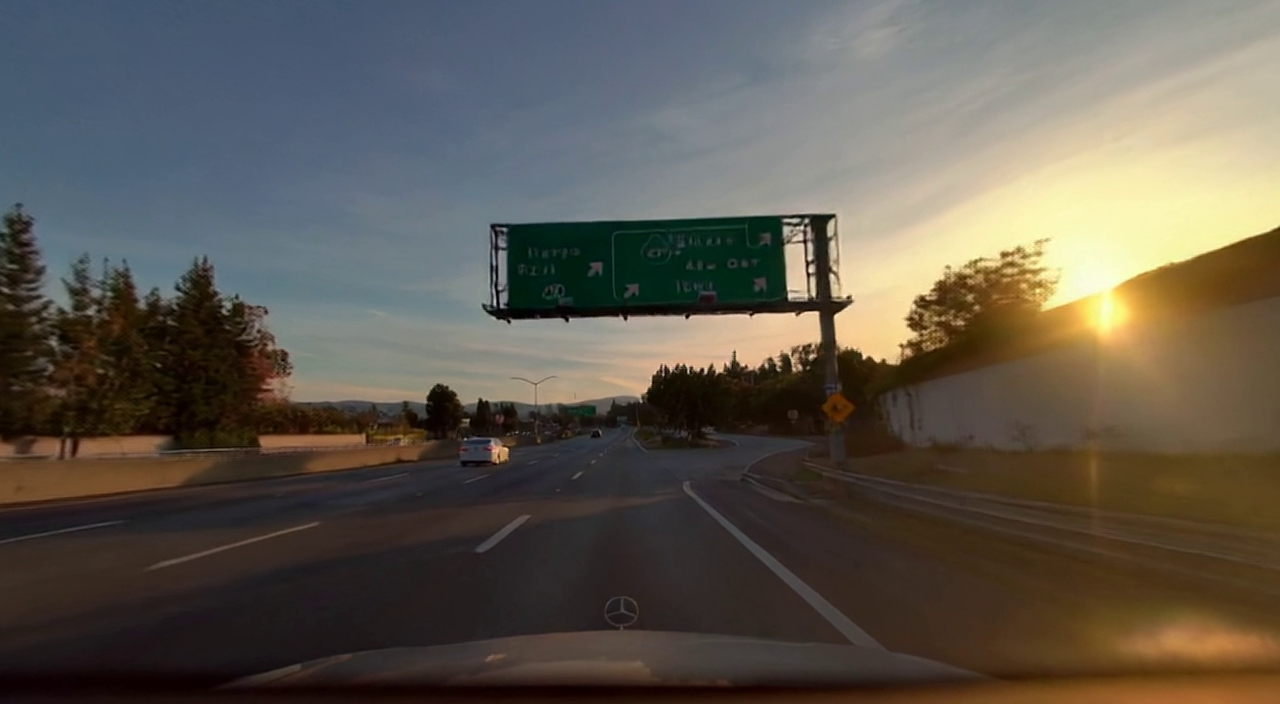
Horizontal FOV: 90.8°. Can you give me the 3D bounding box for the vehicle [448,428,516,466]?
[{"bbox_3d":[-7.688,4.695,31.307,2.115,1.711,4.722,0,-8,0],"label":"vehicle"}]
